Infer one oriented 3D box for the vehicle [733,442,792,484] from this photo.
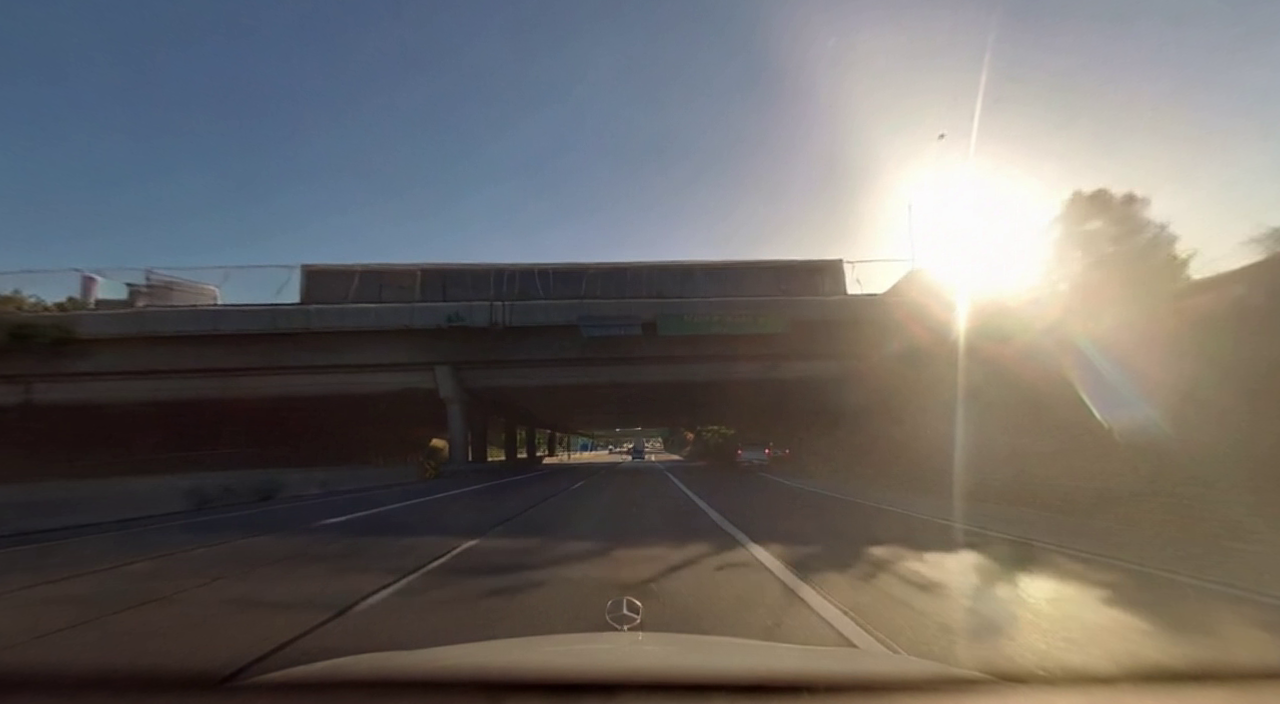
[{"bbox_3d":[5.511,5.018,28.904,2.133,1.746,4.511,-1,-9,5],"label":"vehicle"}]
